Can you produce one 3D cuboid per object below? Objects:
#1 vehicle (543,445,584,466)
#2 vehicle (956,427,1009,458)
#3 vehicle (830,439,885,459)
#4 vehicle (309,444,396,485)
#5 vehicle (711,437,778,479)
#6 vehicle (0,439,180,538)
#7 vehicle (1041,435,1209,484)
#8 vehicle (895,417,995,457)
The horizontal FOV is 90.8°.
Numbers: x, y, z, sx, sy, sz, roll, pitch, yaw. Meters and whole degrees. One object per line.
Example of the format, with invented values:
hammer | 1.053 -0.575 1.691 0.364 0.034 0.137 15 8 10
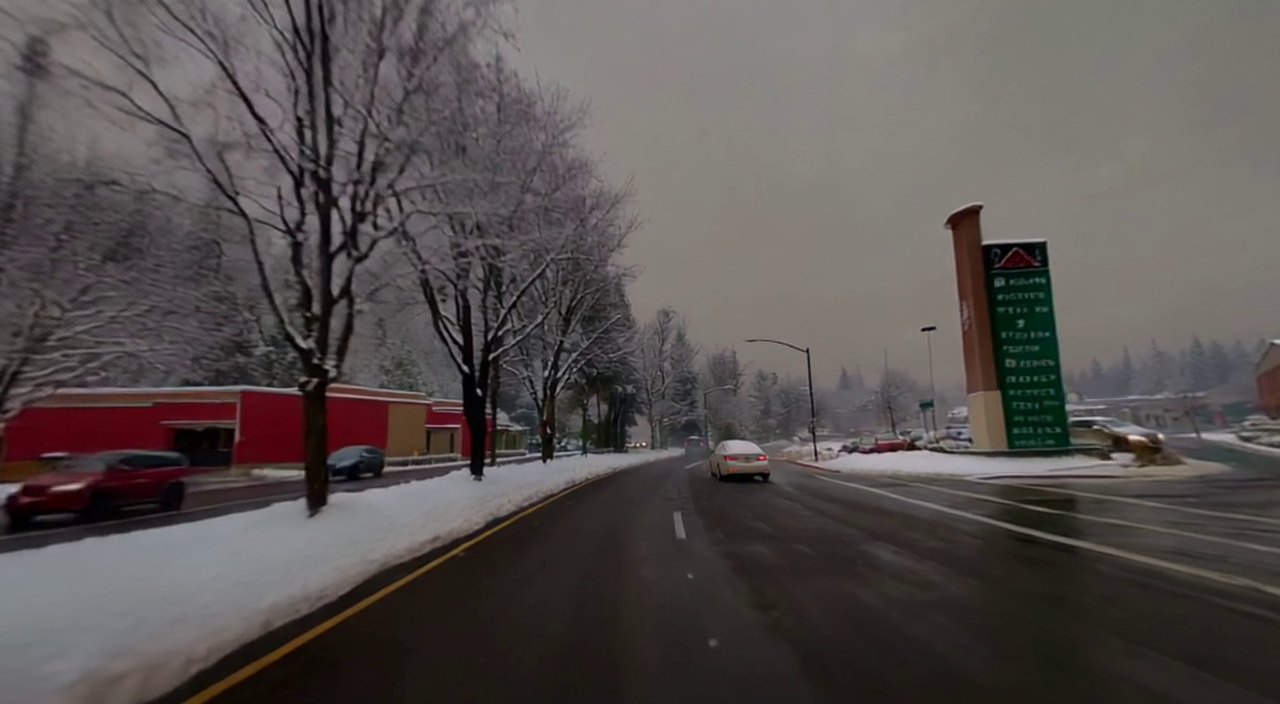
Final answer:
vehicle | -5.719 7.746 47.611 1.961 1.468 4.396 -2 -9 9
vehicle | 21.936 5.836 40.662 2.406 1.847 5.320 -4 -9 23
vehicle | 16.828 7.529 48.864 3.655 1.464 1.759 -5 -10 28
vehicle | -13.220 5.175 29.301 1.778 1.647 4.072 -3 -8 6
vehicle | 4.060 4.205 25.280 2.132 1.497 4.827 -1 -9 4
vehicle | -12.279 2.723 13.154 1.951 1.731 4.440 -1 -9 1
vehicle | 17.556 3.962 23.190 4.512 1.561 1.846 -8 -11 28
vehicle | 22.223 6.258 46.159 6.303 2.740 2.215 -5 -9 28
